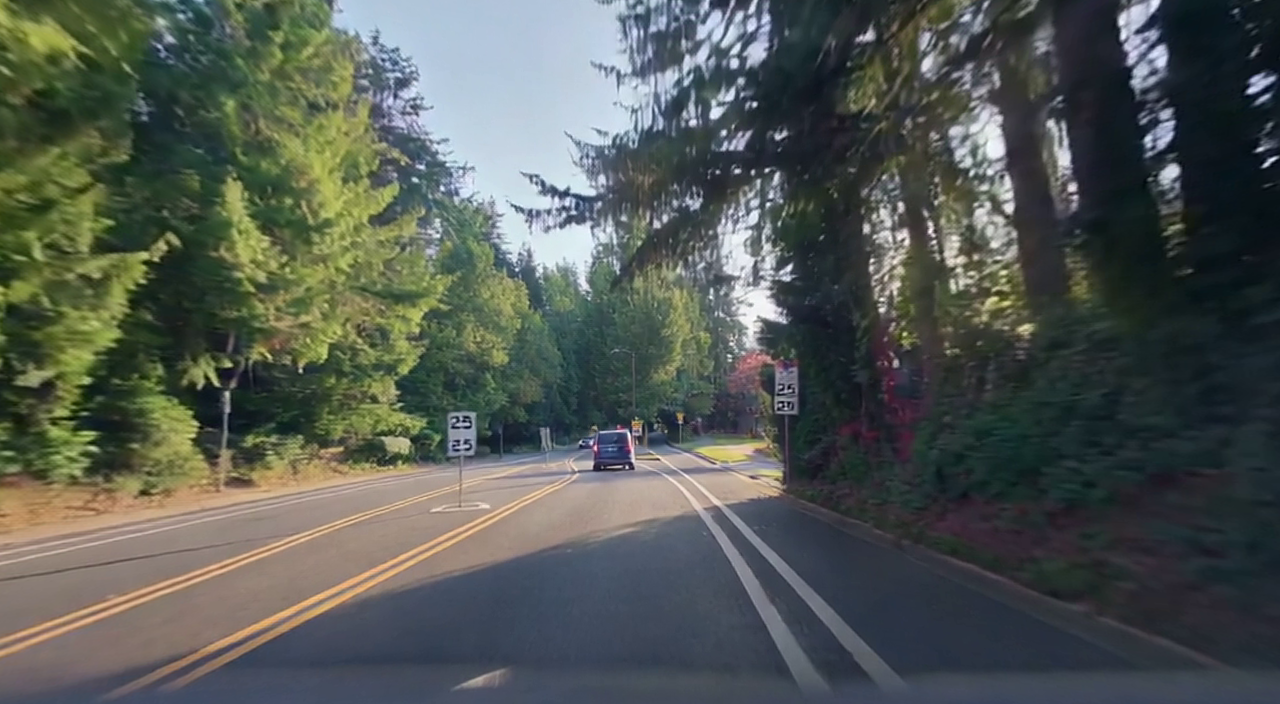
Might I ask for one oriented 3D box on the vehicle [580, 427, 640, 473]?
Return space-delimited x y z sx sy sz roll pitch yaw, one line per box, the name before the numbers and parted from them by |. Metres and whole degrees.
vehicle | -1.259 3.949 25.681 2.216 1.708 4.110 0 -8 -4
